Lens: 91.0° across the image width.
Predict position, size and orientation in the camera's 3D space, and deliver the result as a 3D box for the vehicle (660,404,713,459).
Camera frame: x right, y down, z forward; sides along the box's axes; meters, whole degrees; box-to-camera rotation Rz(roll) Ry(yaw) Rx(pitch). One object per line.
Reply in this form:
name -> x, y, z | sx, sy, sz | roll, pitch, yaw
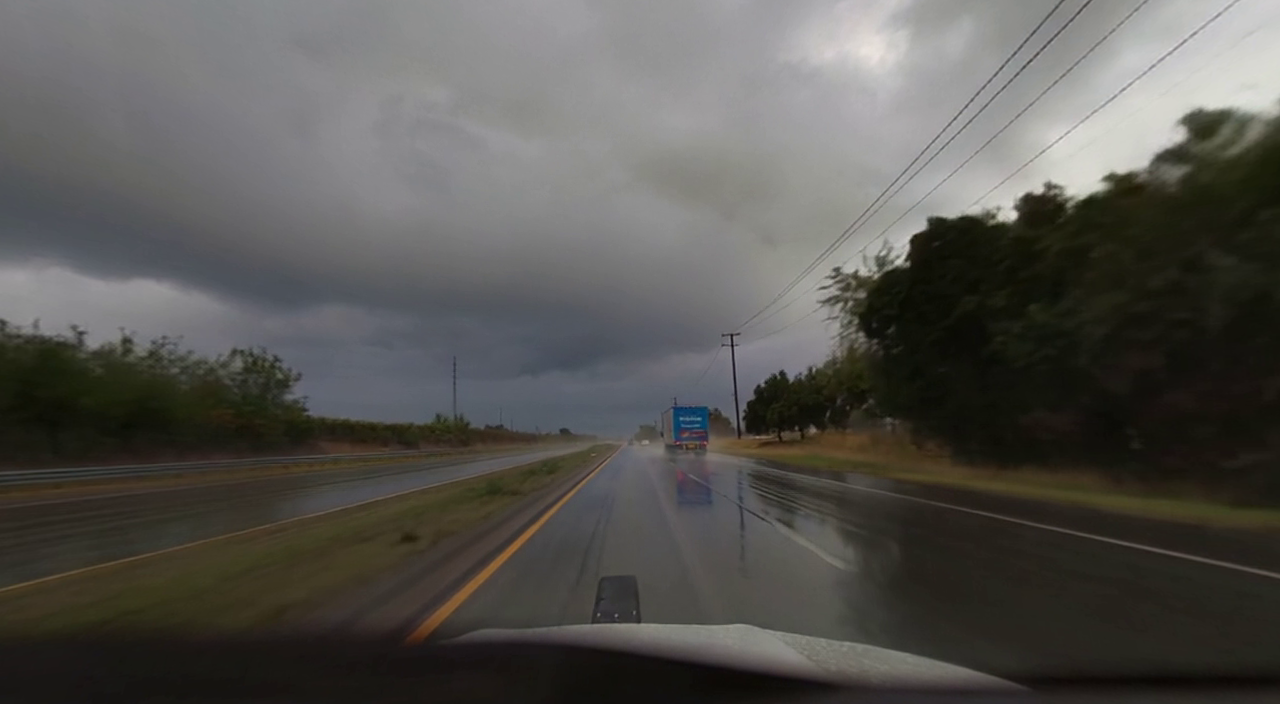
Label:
vehicle -> 3.282, 5.997, 46.891 | 3.037, 3.672, 9.136 | 0, -8, -1
